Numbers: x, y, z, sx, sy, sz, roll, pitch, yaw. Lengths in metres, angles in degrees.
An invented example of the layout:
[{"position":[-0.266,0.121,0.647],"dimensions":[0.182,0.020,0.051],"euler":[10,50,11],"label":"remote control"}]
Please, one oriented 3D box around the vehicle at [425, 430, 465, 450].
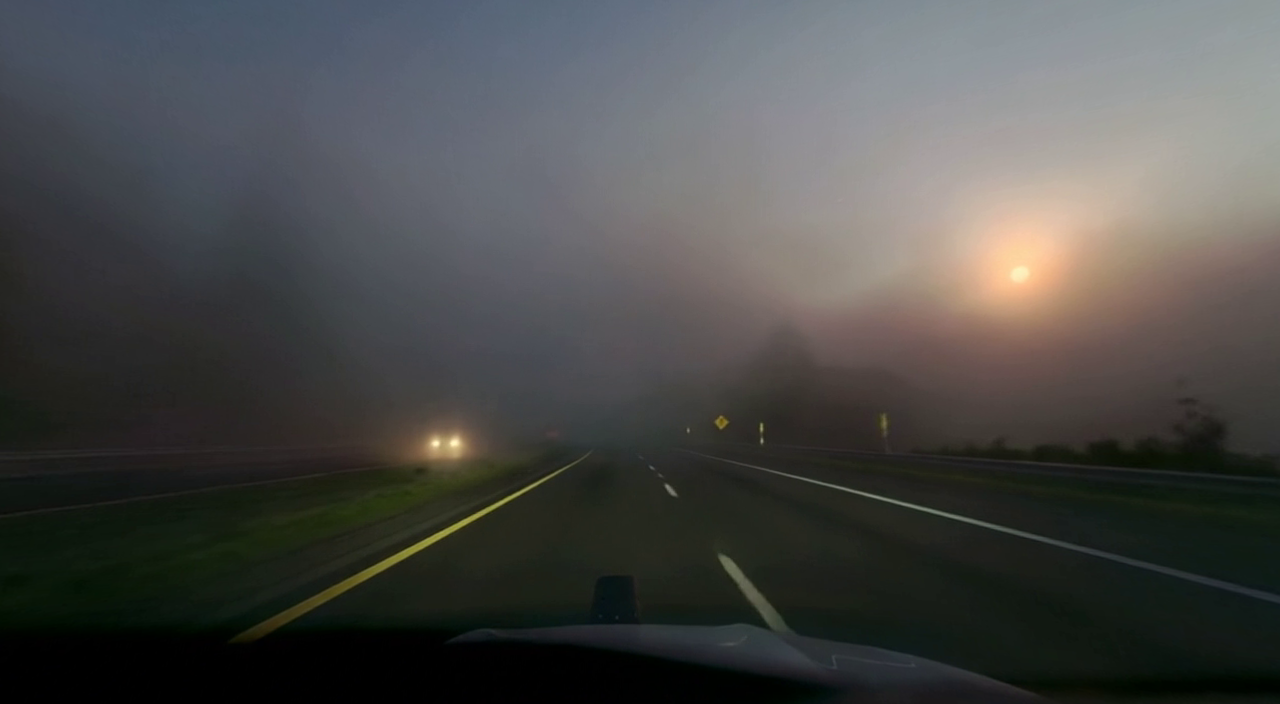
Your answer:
[{"position":[-15.085,6.836,49.044],"dimensions":[1.817,1.489,4.370],"euler":[0,-8,-1],"label":"vehicle"}]
